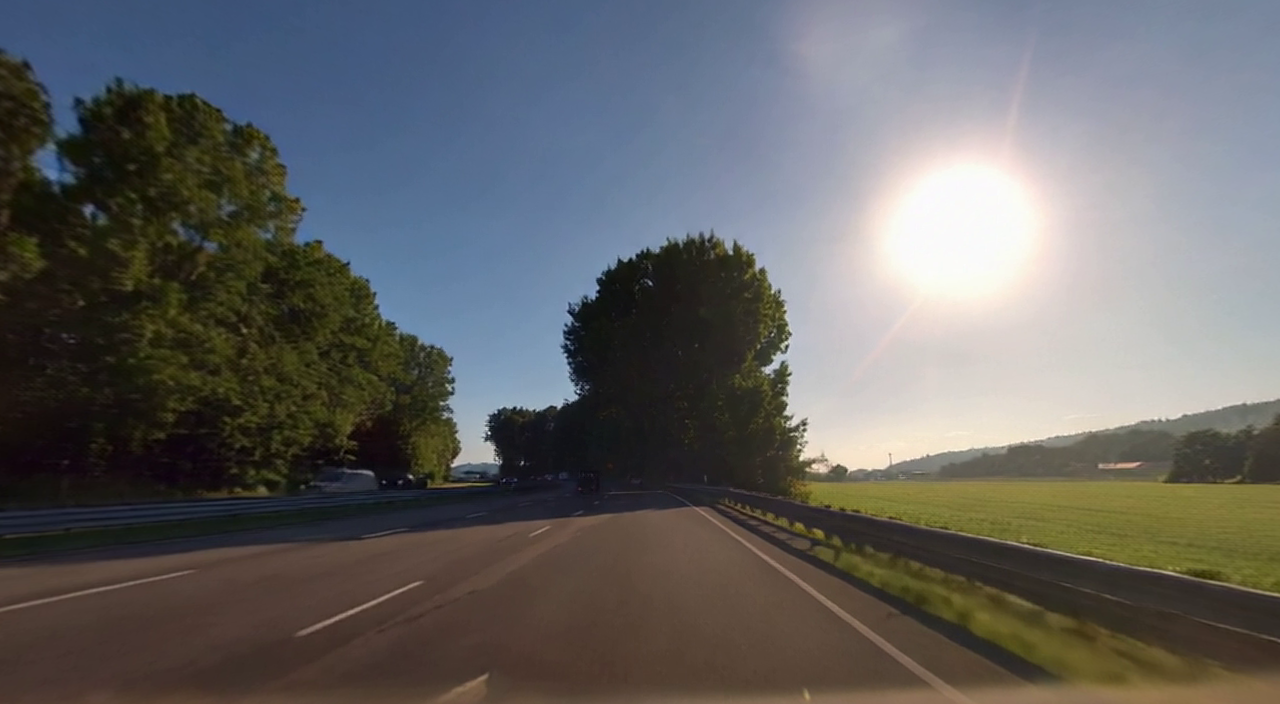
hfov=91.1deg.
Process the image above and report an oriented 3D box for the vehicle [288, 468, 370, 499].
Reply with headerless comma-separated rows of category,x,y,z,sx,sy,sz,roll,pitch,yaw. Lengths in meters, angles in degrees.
vehicle,-16.253,6.867,33.080,1.889,1.459,4.492,0,-11,2
